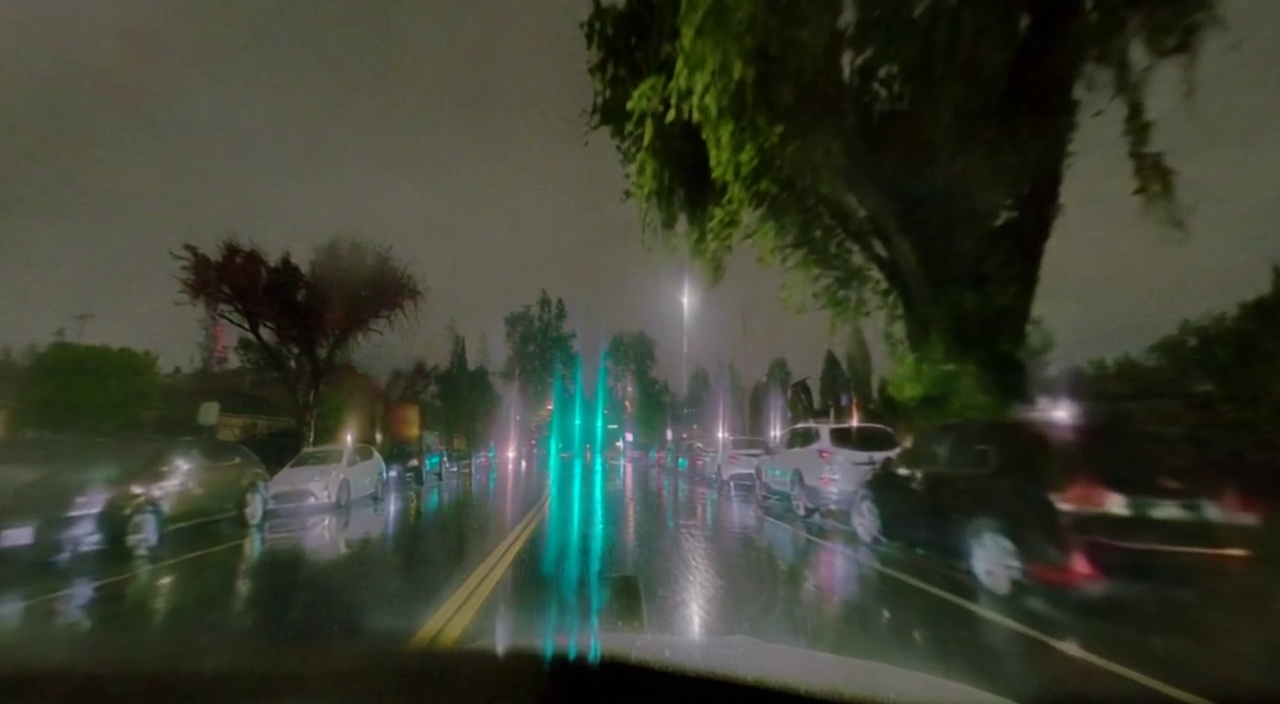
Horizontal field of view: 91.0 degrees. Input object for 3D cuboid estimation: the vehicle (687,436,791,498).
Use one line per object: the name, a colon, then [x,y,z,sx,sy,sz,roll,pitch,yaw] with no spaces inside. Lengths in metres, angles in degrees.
vehicle: [2.690,3.267,18.375,2.009,1.547,4.574,0,-8,-4]

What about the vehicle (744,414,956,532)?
vehicle: [3.632,2.197,12.069,2.071,1.781,4.737,1,-9,-5]

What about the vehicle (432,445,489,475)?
vehicle: [-9.668,5.833,34.282,2.057,1.486,4.759,0,-8,-4]

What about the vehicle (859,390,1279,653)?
vehicle: [3.935,1.302,5.919,1.954,1.507,4.356,0,-8,-3]

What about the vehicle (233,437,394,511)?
vehicle: [-8.397,3.138,16.824,2.055,1.663,4.889,1,-8,-5]

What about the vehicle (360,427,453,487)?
vehicle: [-9.223,4.183,25.419,2.146,2.167,5.339,1,-8,-5]

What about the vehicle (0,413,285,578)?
vehicle: [-7.836,2.075,9.748,2.072,1.840,5.197,-1,-9,-6]
